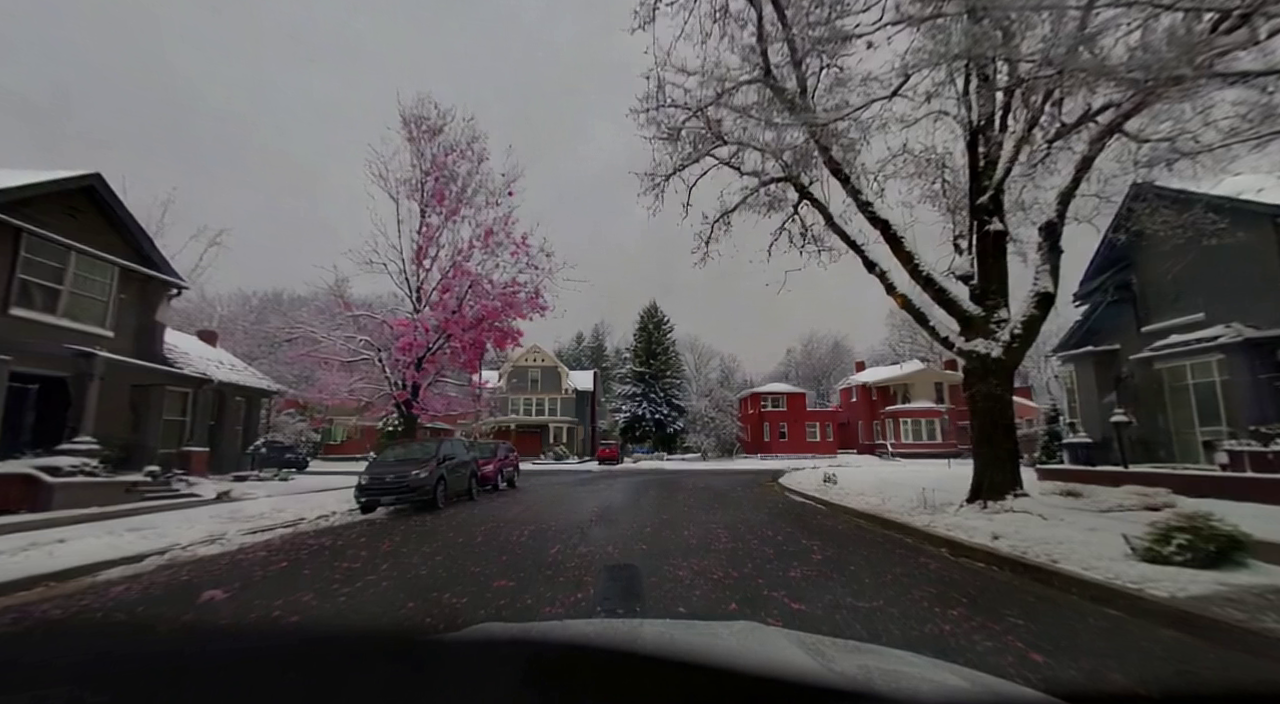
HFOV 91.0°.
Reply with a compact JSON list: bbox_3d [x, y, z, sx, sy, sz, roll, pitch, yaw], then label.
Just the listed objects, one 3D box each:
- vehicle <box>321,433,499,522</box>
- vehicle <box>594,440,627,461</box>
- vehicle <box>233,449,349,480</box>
[{"bbox_3d":[-5.235,2.907,15.212,2.139,1.783,4.717,-1,-9,6],"label":"vehicle"},{"bbox_3d":[-2.158,7.467,47.634,1.968,1.491,4.486,-1,-9,4],"label":"vehicle"},{"bbox_3d":[-17.827,5.739,32.268,4.804,1.487,1.974,-1,-9,4],"label":"vehicle"}]
